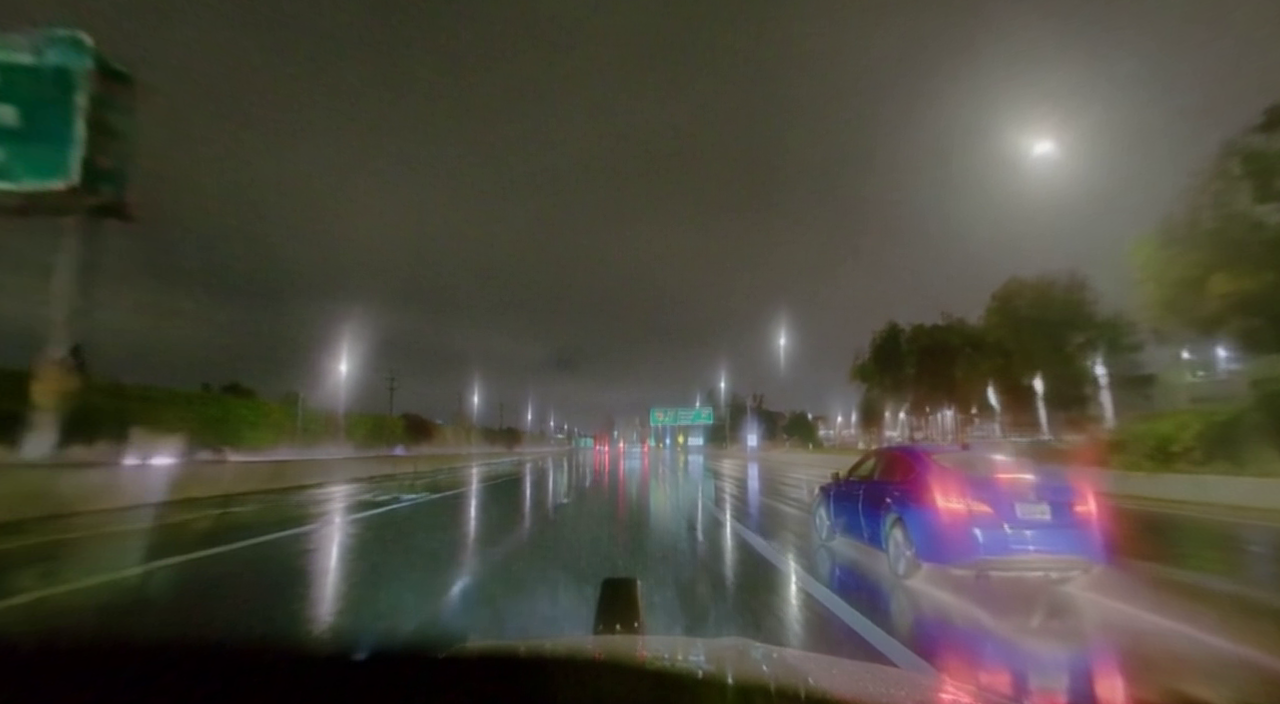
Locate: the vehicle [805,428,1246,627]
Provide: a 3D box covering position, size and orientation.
[{"bbox_3d":[3.545,1.680,7.186,1.989,1.479,4.670,0,-9,-1],"label":"vehicle"}]
